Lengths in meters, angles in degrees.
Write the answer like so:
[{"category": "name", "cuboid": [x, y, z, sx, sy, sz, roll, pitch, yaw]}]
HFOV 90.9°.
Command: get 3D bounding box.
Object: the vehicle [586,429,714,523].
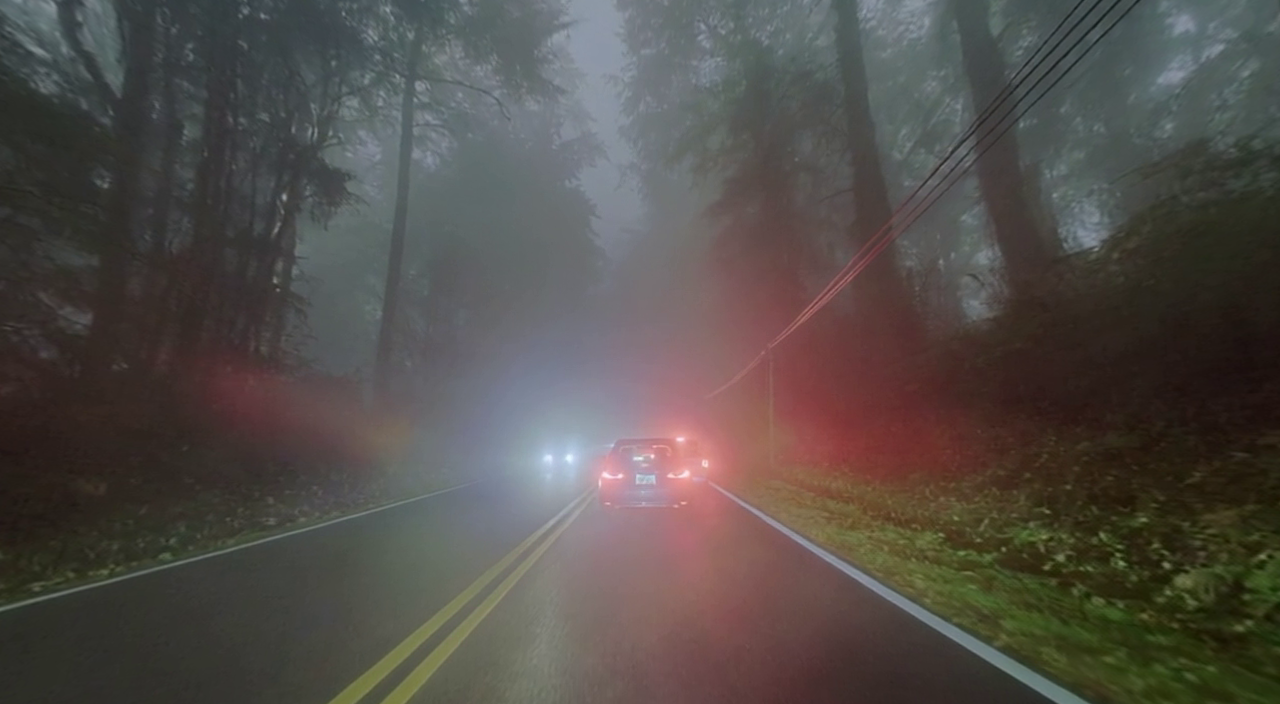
[{"category": "vehicle", "cuboid": [0.146, 2.294, 12.137, 2.081, 1.503, 3.726, 0, -8, 0]}]
